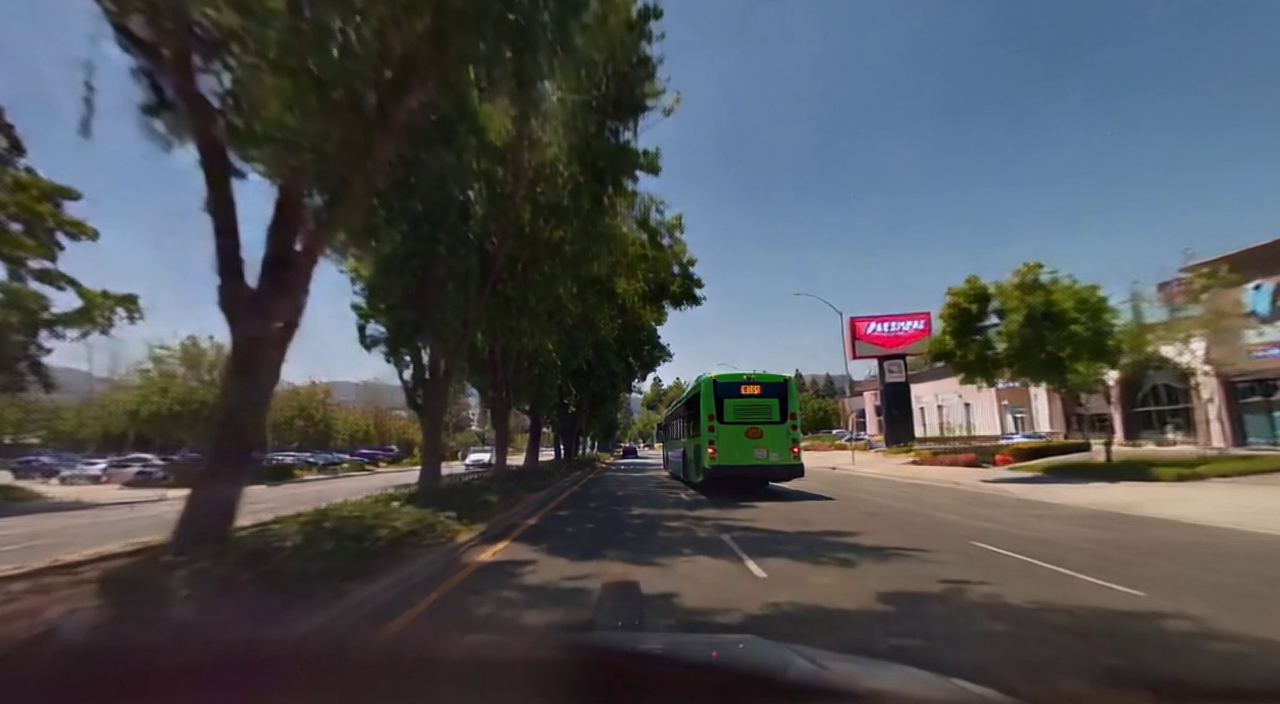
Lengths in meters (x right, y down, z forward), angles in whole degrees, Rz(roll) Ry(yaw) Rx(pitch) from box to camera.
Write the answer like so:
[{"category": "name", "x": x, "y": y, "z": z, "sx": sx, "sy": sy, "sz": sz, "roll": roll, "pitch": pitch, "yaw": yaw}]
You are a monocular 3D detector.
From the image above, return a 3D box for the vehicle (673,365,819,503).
[{"category": "vehicle", "x": 2.789, "y": 2.627, "z": 19.827, "sx": 2.766, "sy": 3.306, "sz": 9.281, "roll": 0, "pitch": -8, "yaw": -1}]

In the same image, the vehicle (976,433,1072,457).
[{"category": "vehicle", "x": 23.919, "y": 5.816, "z": 39.310, "sx": 4.659, "sy": 1.434, "sz": 1.900, "roll": -1, "pitch": -8, "yaw": 2}]

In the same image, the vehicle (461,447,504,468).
[{"category": "vehicle", "x": -12.391, "y": 8.318, "z": 49.785, "sx": 2.081, "sy": 1.492, "sz": 4.668, "roll": 0, "pitch": -8, "yaw": 1}]

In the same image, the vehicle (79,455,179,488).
[{"category": "vehicle", "x": -31.999, "y": 7.473, "z": 39.632, "sx": 2.119, "sy": 1.714, "sz": 4.993, "roll": -3, "pitch": -8, "yaw": 0}]
